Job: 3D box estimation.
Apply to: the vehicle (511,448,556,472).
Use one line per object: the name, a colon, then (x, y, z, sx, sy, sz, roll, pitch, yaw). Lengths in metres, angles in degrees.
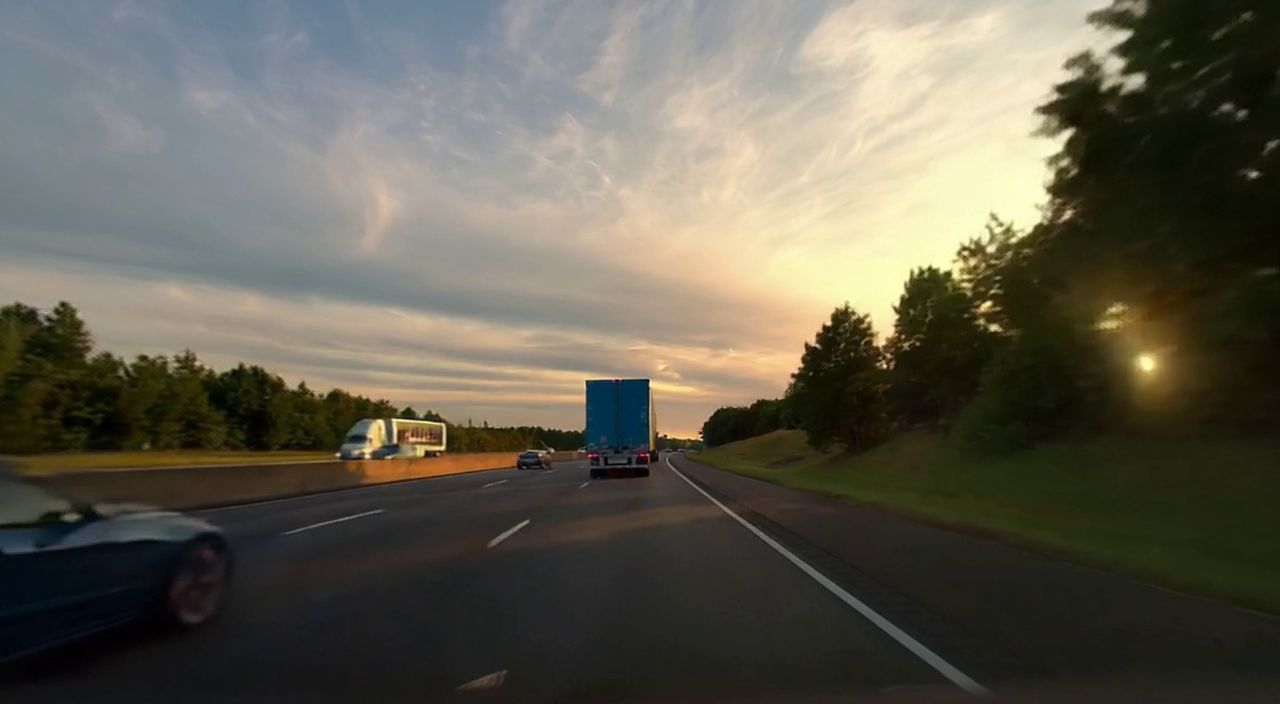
vehicle: (-6.660, 6.788, 39.827, 1.967, 1.420, 4.473, 0, -9, 1)

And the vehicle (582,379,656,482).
vehicle: (-0.674, 4.226, 32.512, 2.851, 4.098, 14.436, -1, -9, 2)
